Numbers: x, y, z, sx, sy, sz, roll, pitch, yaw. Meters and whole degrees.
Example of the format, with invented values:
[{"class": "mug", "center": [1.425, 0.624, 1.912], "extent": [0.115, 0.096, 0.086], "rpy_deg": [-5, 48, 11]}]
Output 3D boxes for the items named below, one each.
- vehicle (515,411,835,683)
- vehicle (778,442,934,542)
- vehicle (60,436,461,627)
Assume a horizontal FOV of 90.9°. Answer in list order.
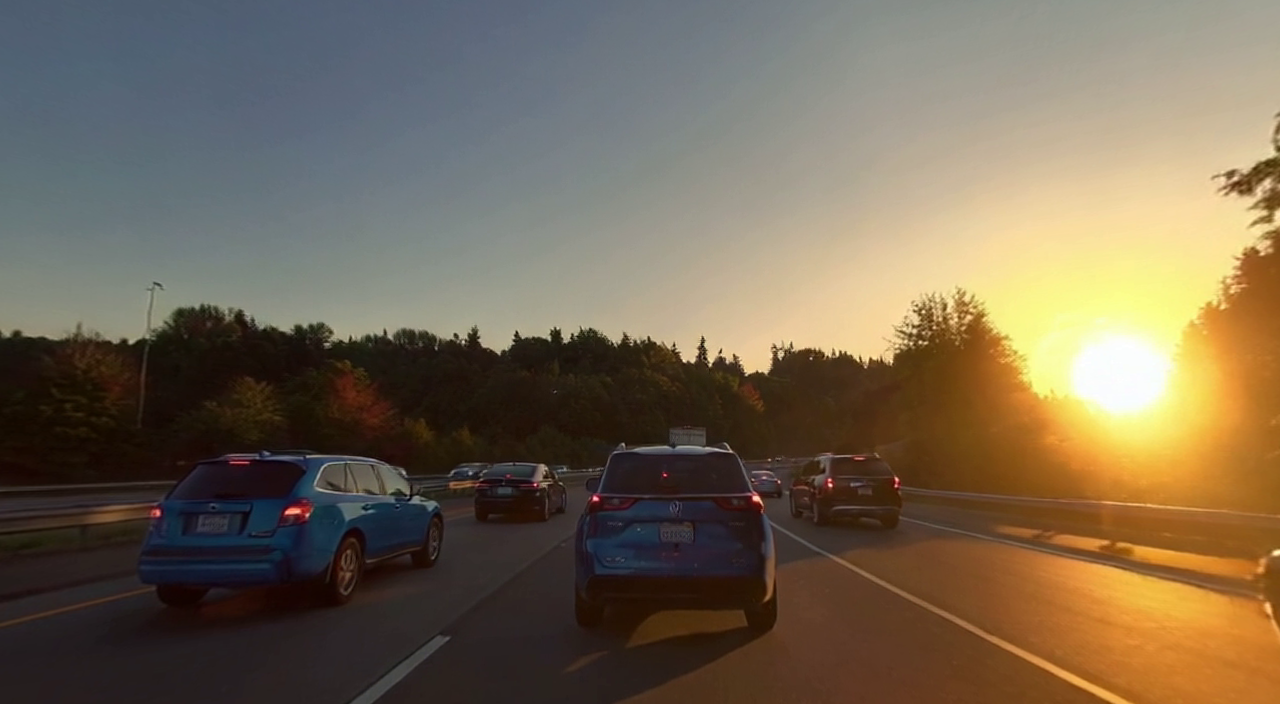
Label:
[{"class": "vehicle", "center": [0.246, 1.642, 6.229], "extent": [2.057, 1.725, 4.126], "rpy_deg": [1, -11, 0]}, {"class": "vehicle", "center": [4.644, 3.109, 14.354], "extent": [1.984, 1.876, 4.287], "rpy_deg": [1, -11, 0]}, {"class": "vehicle", "center": [-3.827, 1.909, 7.514], "extent": [1.994, 1.556, 4.263], "rpy_deg": [0, -11, 2]}]
